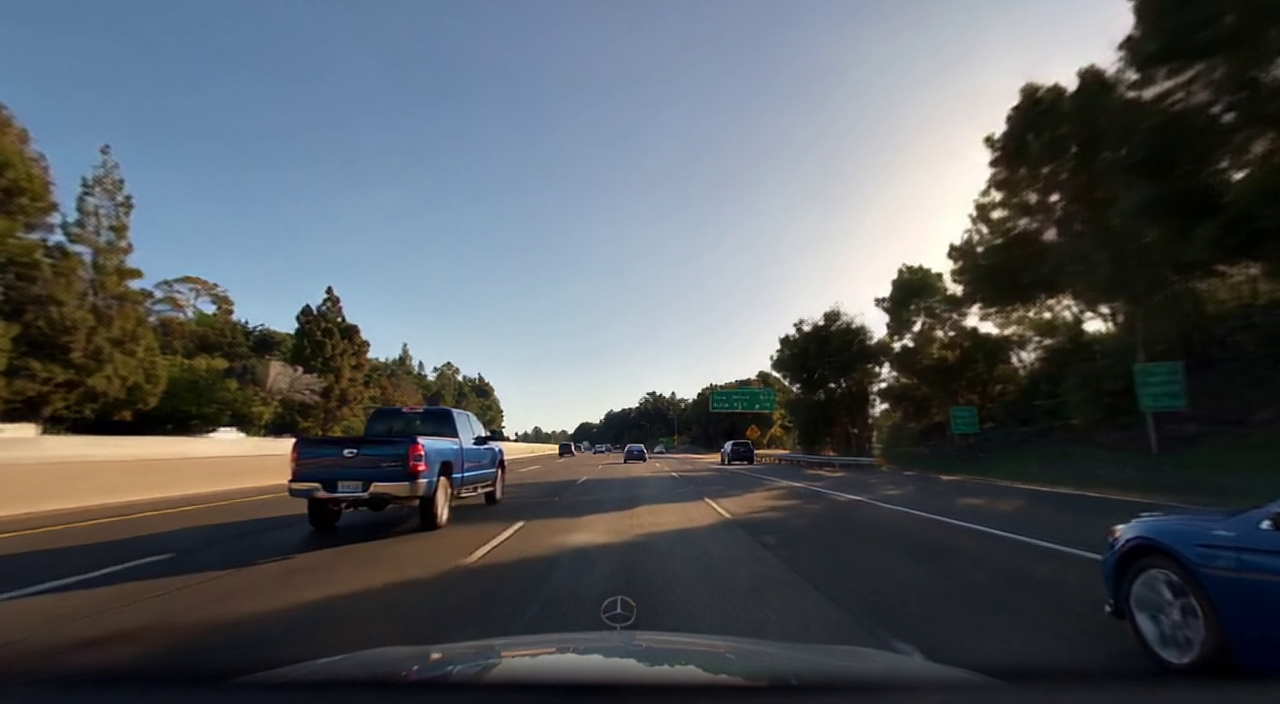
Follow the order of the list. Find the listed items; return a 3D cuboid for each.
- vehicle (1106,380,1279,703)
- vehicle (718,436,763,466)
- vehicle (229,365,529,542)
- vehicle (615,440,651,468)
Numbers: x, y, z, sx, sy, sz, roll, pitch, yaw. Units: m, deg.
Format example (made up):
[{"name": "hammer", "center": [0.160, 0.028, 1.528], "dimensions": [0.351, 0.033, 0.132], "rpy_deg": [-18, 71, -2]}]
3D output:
[{"name": "vehicle", "center": [3.063, 0.592, 0.293], "dimensions": [2.072, 1.501, 4.694], "rpy_deg": [0, -9, -1]}, {"name": "vehicle", "center": [6.752, 6.758, 43.126], "dimensions": [2.103, 1.898, 5.310], "rpy_deg": [0, -9, -1]}, {"name": "vehicle", "center": [-3.759, 1.698, 10.903], "dimensions": [2.592, 2.179, 6.034], "rpy_deg": [0, -9, 0]}, {"name": "vehicle", "center": [-0.456, 6.498, 40.461], "dimensions": [2.157, 1.642, 4.189], "rpy_deg": [0, -9, -1]}]
